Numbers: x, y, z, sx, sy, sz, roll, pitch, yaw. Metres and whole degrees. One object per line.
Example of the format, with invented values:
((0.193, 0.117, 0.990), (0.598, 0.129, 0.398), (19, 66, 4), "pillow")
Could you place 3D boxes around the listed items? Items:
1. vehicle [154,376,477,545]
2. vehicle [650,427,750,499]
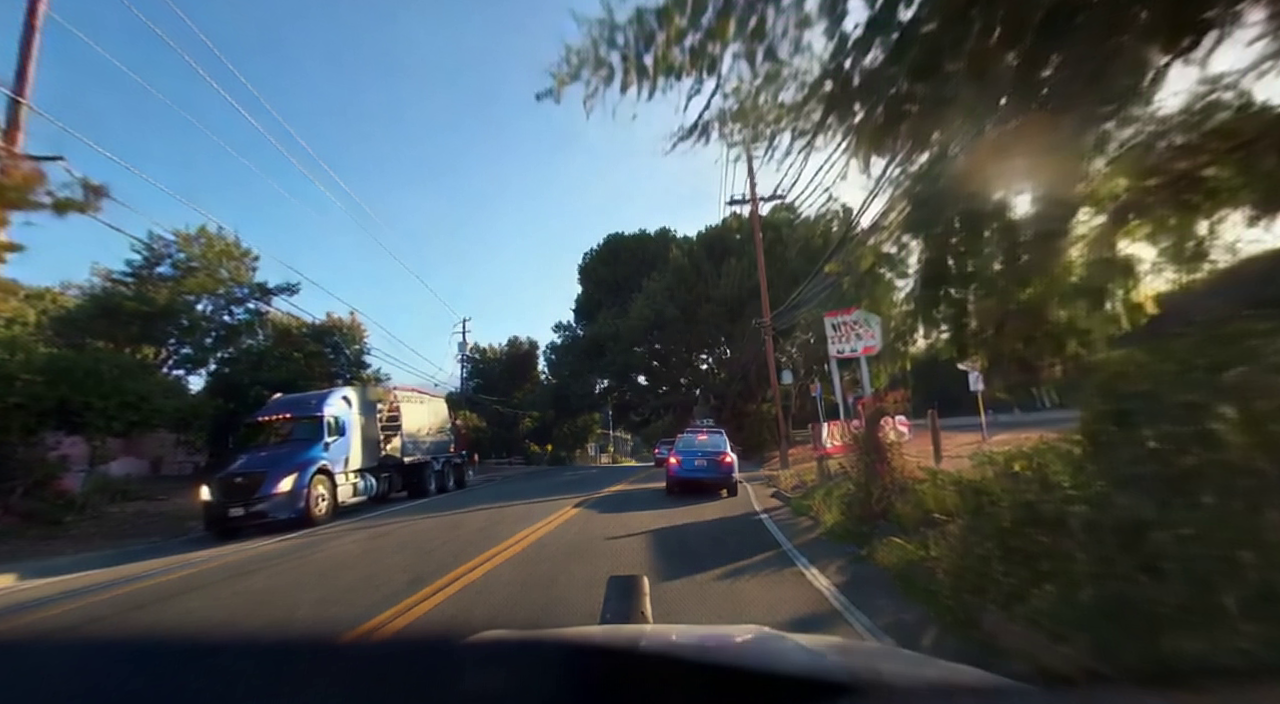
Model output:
((-7.632, 2.520, 16.456), (3.395, 3.071, 7.634), (-8, -6, 10), "vehicle")
((1.403, 2.617, 15.171), (2.081, 1.503, 3.726), (-1, -8, 5), "vehicle")
